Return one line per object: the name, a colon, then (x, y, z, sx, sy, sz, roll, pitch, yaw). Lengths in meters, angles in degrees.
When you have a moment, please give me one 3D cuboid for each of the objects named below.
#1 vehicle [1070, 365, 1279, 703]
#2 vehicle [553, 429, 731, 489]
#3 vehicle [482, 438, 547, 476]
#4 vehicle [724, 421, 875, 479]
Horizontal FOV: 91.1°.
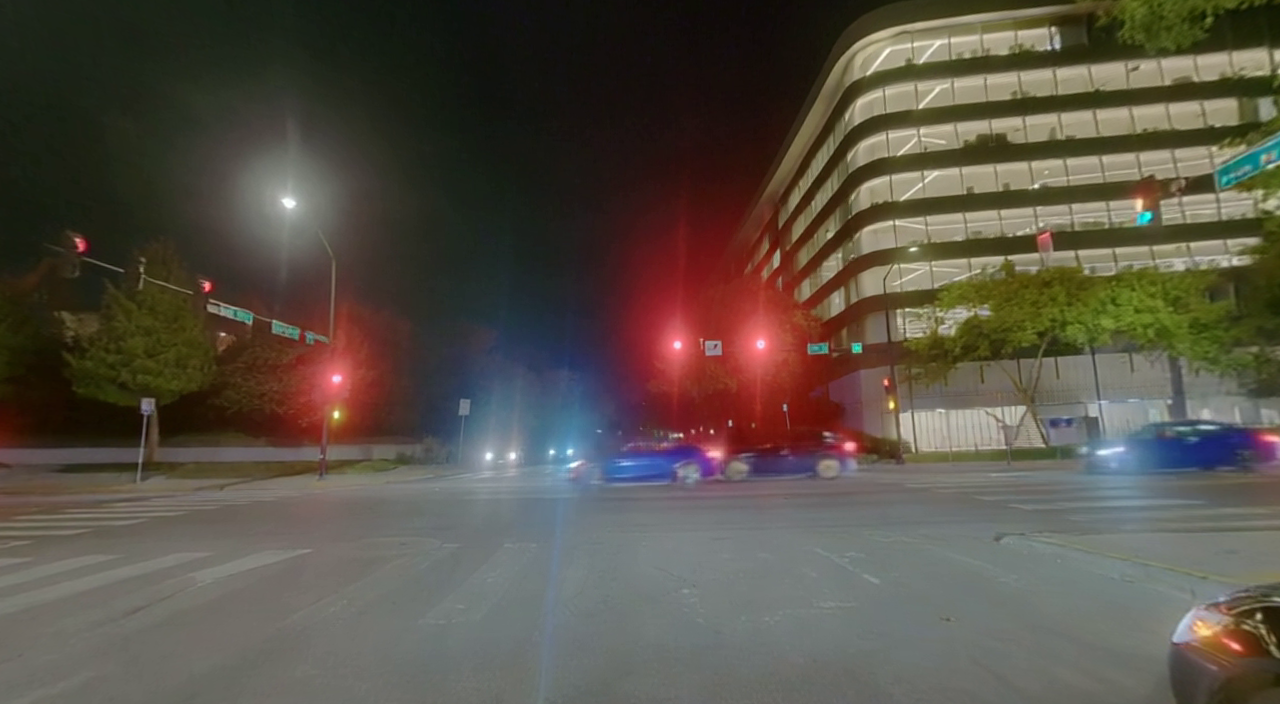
vehicle: (2.888, 0.675, 0.826, 1.947, 1.576, 3.825, 0, -8, 1)
vehicle: (0.047, 2.842, 16.786, 4.464, 1.472, 1.867, 0, -8, 0)
vehicle: (-5.965, 5.036, 30.361, 2.115, 1.690, 4.322, -1, -8, 2)
vehicle: (5.054, 3.170, 20.439, 4.363, 1.757, 1.926, 0, -8, 1)
